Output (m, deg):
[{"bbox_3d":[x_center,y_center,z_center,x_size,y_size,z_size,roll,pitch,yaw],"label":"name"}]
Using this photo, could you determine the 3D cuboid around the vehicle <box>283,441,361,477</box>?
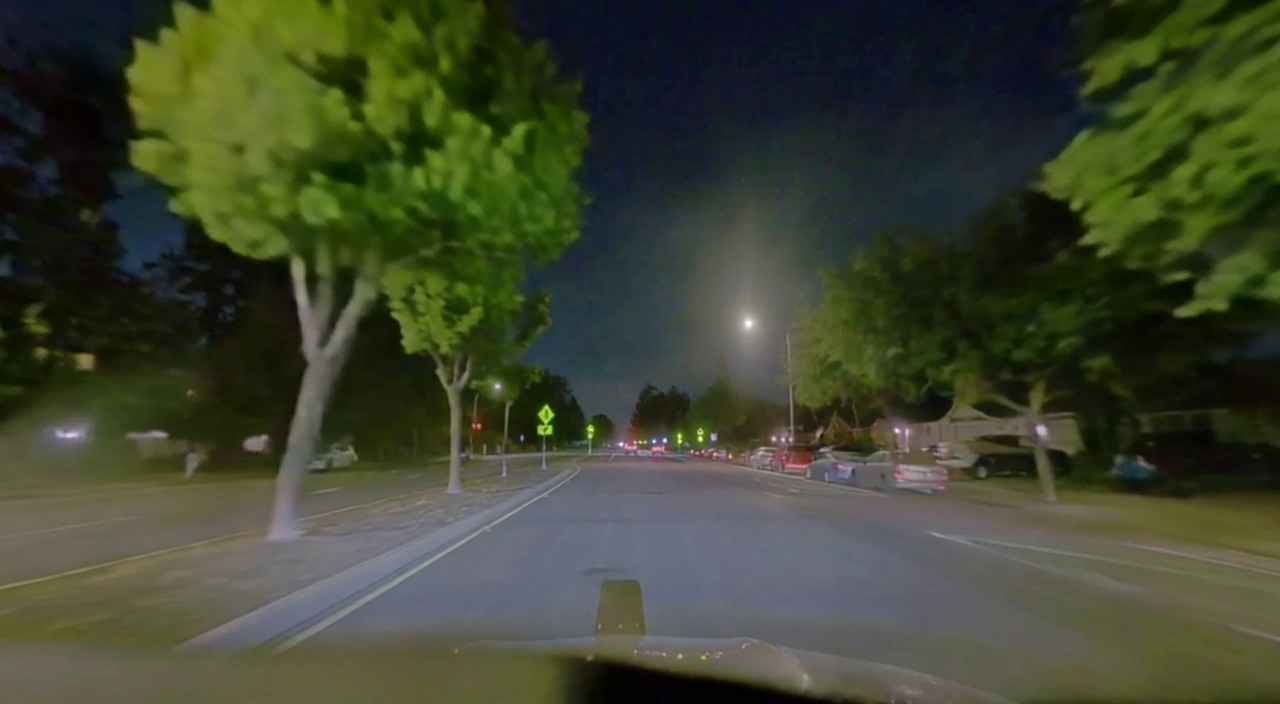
[{"bbox_3d":[-18.165,6.085,36.417,2.016,1.755,5.389,-3,-8,-4],"label":"vehicle"}]

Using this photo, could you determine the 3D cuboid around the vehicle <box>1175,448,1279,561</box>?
[{"bbox_3d":[9.579,2.013,7.597,2.034,1.499,5.008,6,-9,1],"label":"vehicle"}]

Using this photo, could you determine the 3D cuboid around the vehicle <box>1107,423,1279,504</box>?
[{"bbox_3d":[17.182,3.329,19.228,4.060,1.792,2.143,-7,-7,-4],"label":"vehicle"}]

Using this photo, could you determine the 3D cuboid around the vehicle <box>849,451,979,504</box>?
[{"bbox_3d":[9.032,4.140,21.404,2.009,1.493,4.983,0,-8,-2],"label":"vehicle"}]

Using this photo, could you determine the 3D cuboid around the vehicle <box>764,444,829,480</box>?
[{"bbox_3d":[8.458,5.965,34.713,2.100,1.821,4.991,0,-8,-2],"label":"vehicle"}]

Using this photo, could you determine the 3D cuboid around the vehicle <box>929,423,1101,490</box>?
[{"bbox_3d":[15.998,4.429,27.188,5.911,2.054,2.167,-6,-6,-2],"label":"vehicle"}]
